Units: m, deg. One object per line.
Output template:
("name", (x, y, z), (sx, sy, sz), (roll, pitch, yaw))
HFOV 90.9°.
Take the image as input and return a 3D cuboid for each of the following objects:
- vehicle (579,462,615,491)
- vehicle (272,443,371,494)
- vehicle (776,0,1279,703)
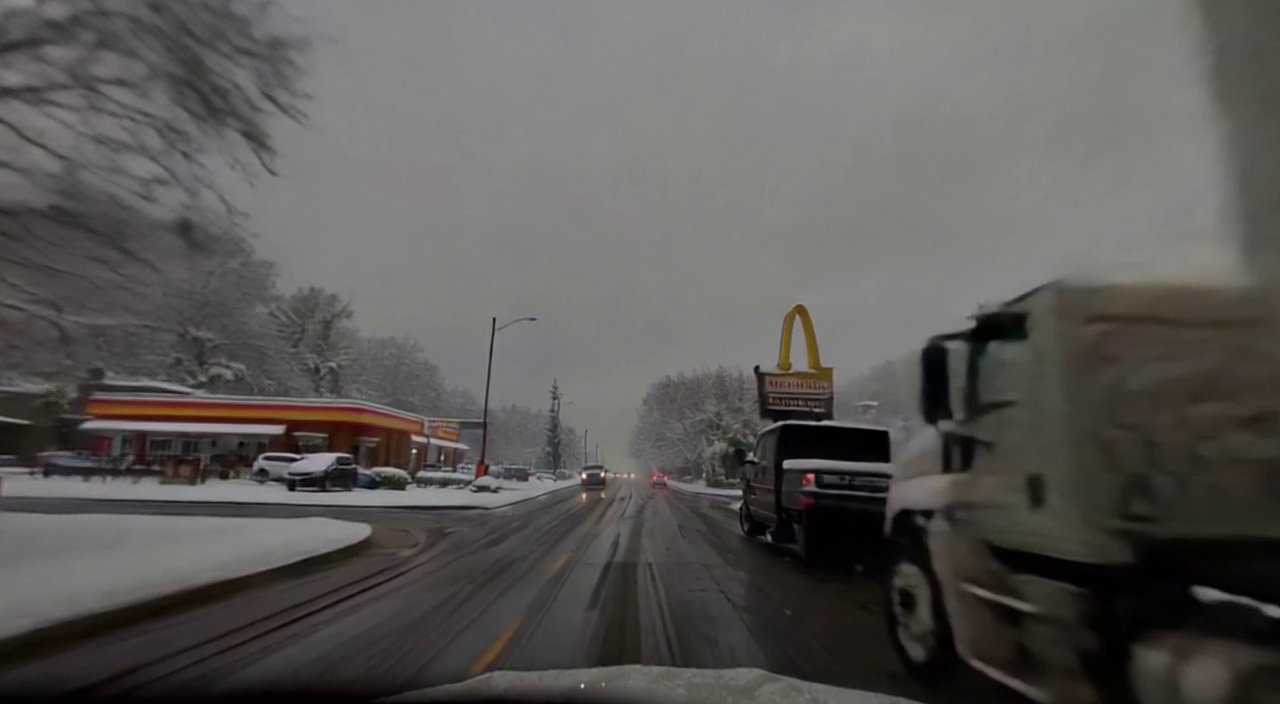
("vehicle", (-2.950, 8.690, 44.120), (2.165, 1.889, 4.825), (1, -11, 0))
("vehicle", (-13.209, 4.810, 26.468), (2.062, 1.889, 4.115), (2, -8, -3))
("vehicle", (3.252, 0.463, 5.125), (3.018, 3.962, 5.984), (0, -11, 1))
